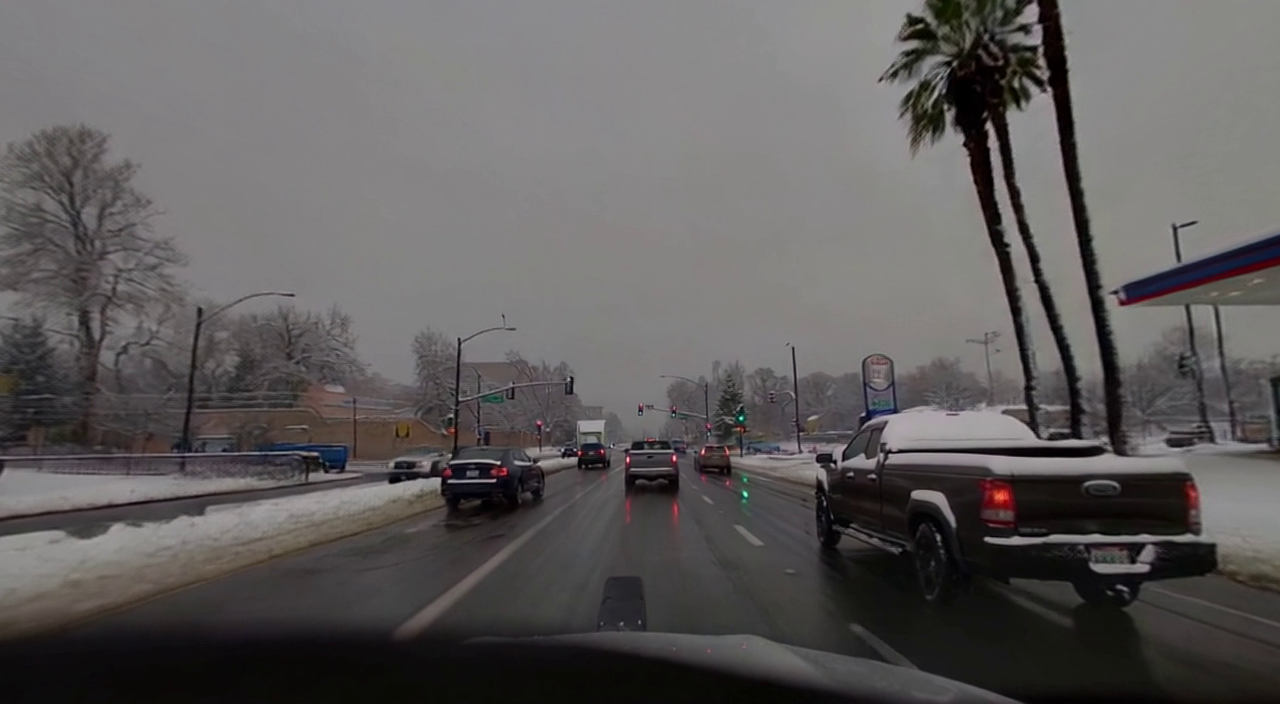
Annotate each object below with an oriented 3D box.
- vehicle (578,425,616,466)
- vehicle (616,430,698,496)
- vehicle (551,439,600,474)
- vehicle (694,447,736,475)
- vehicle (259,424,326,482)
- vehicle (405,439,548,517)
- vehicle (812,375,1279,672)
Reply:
[{"bbox_3d":[-3.114,6.978,46.767,2.393,2.865,5.466,0,-8,0],"label":"vehicle"},{"bbox_3d":[0.478,3.530,20.403,2.295,1.835,5.471,0,-8,0],"label":"vehicle"},{"bbox_3d":[-3.452,5.713,34.637,2.071,1.811,4.605,0,-8,2],"label":"vehicle"},{"bbox_3d":[4.117,6.051,35.082,1.901,1.401,3.965,0,-8,1],"label":"vehicle"},{"bbox_3d":[-18.438,5.316,33.238,2.109,2.870,3.441,8,-11,-43],"label":"vehicle"},{"bbox_3d":[-3.554,2.826,14.712,1.983,1.502,4.720,0,-8,2],"label":"vehicle"},{"bbox_3d":[3.672,1.453,6.706,2.120,1.828,5.531,0,-8,0],"label":"vehicle"}]
